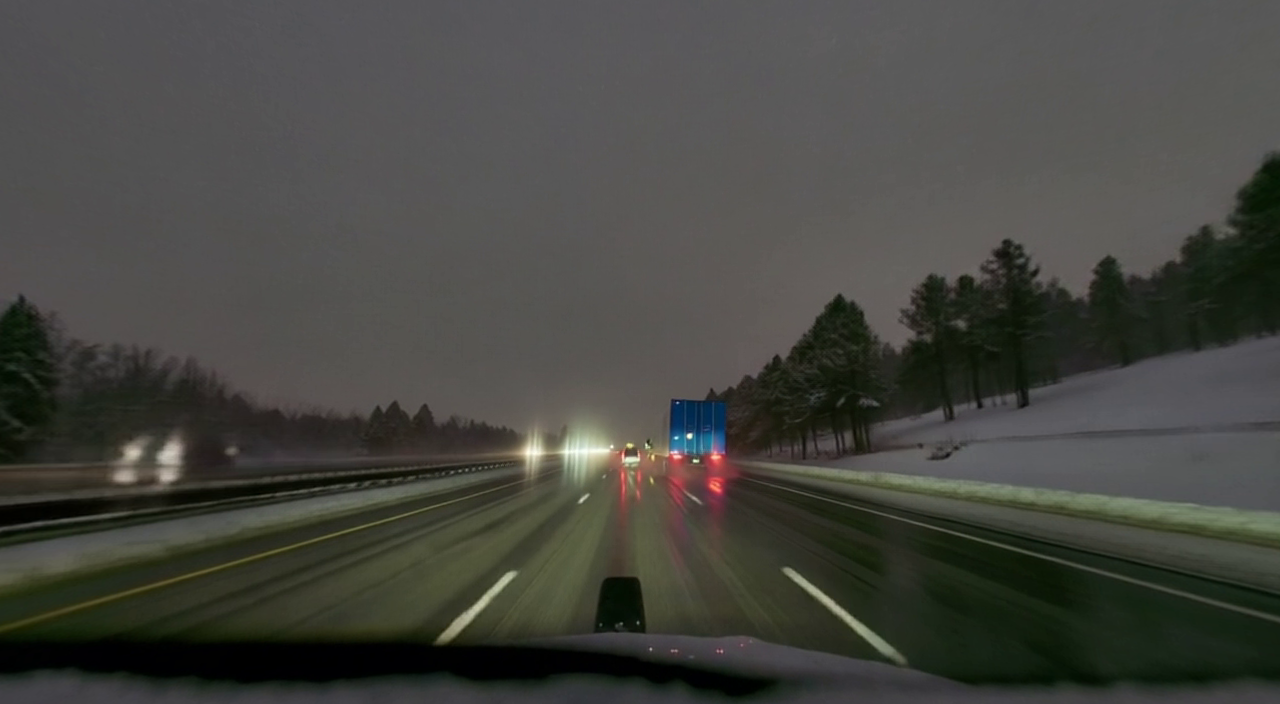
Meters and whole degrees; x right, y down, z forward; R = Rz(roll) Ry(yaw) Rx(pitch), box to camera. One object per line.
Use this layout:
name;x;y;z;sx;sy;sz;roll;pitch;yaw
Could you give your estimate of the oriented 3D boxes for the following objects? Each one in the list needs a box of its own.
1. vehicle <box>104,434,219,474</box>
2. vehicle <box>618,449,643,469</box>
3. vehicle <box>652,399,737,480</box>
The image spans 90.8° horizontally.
vehicle;-19.156;4.111;25.484;1.738;1.468;3.650;0;-9;0
vehicle;-0.724;8.194;48.500;1.898;1.438;4.053;0;-9;-1
vehicle;2.966;5.775;40.836;3.462;4.177;16.311;0;-9;-2
